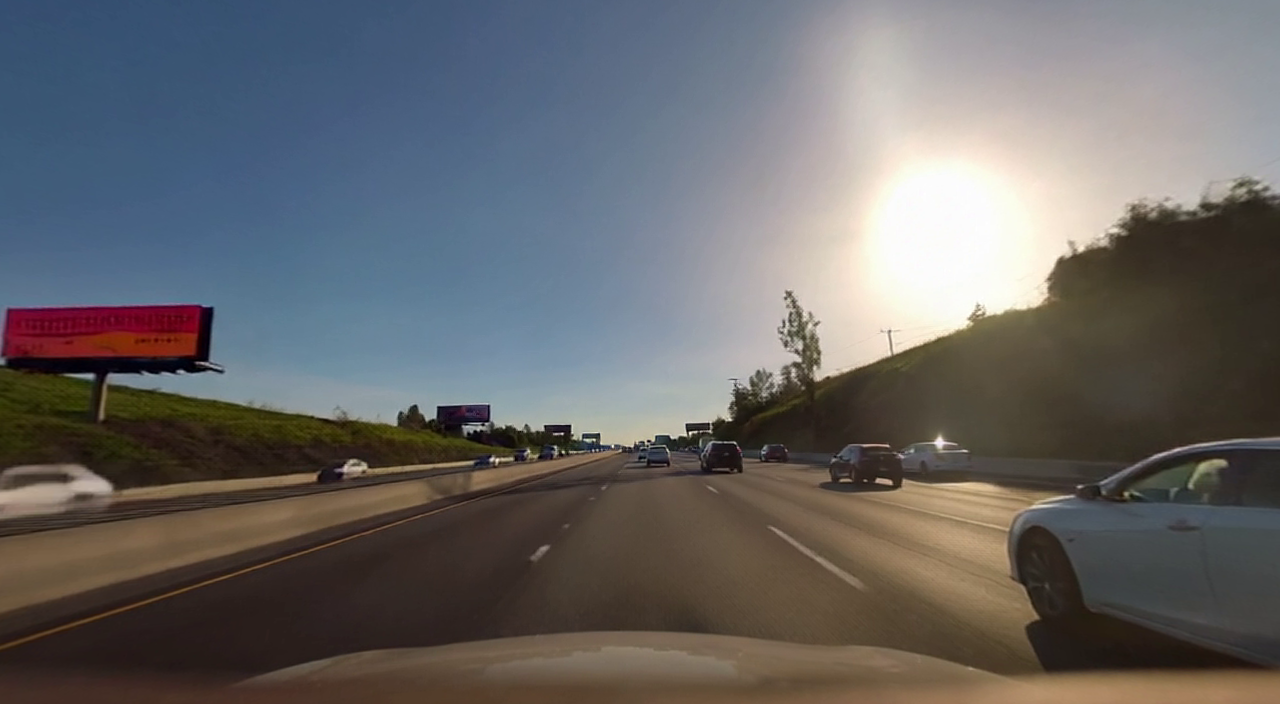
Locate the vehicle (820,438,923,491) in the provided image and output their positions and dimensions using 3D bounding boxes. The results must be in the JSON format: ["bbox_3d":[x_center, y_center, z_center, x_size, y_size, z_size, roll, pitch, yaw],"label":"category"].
[{"bbox_3d":[7.605,3.701,21.197,1.807,1.558,4.352,0,-8,0],"label":"vehicle"}]

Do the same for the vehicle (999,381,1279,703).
[{"bbox_3d":[3.857,0.924,2.740,1.989,1.609,4.355,0,-8,0],"label":"vehicle"}]

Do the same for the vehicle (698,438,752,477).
[{"bbox_3d":[4.312,5.413,32.791,2.075,1.845,4.667,0,-8,-1],"label":"vehicle"}]

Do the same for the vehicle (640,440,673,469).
[{"bbox_3d":[1.069,6.989,43.187,2.145,1.832,4.004,-1,-8,0],"label":"vehicle"}]

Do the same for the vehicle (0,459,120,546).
[{"bbox_3d":[-13.519,3.048,12.731,2.064,1.601,4.581,-1,-8,1],"label":"vehicle"}]

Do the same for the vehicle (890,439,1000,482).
[{"bbox_3d":[12.070,4.314,25.414,1.941,1.539,4.834,0,-8,-1],"label":"vehicle"}]
